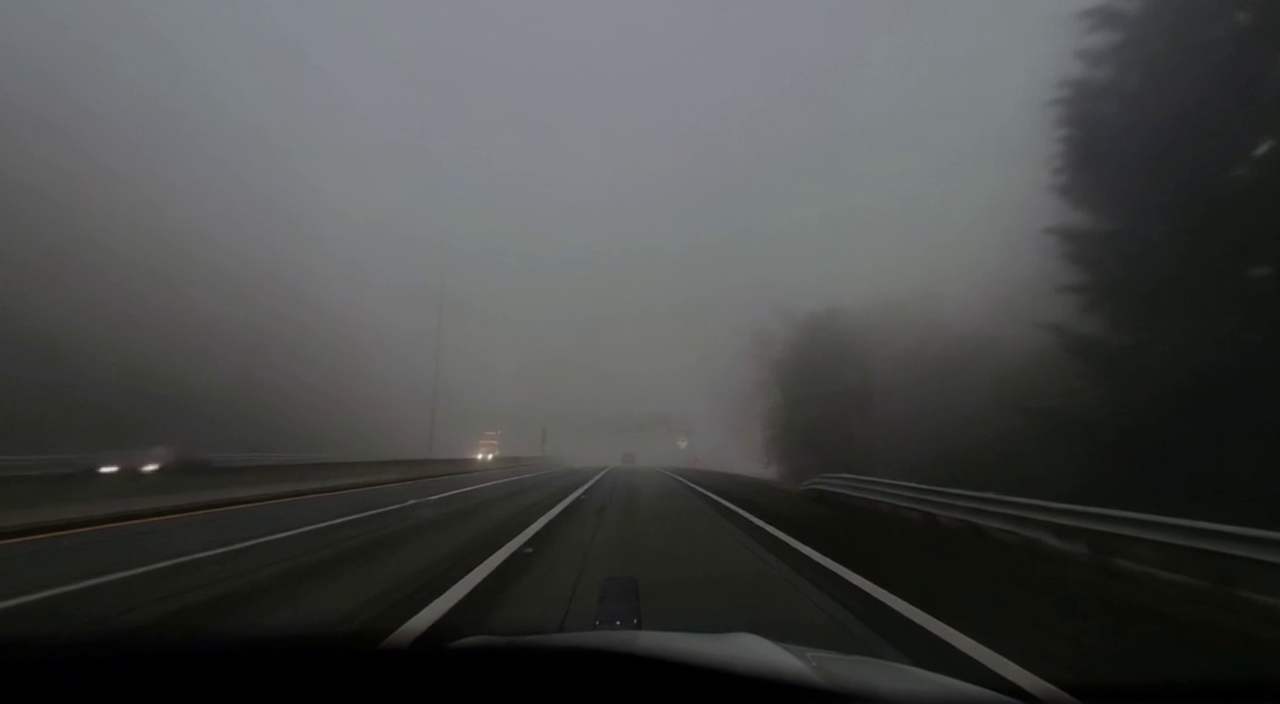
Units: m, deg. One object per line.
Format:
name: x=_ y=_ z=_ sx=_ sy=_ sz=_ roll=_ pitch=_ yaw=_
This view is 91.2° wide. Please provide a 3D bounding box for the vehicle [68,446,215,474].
vehicle: x=-20.335 y=4.428 z=25.935 sx=1.981 sy=1.049 sz=5.133 roll=0 pitch=-9 yaw=-1
